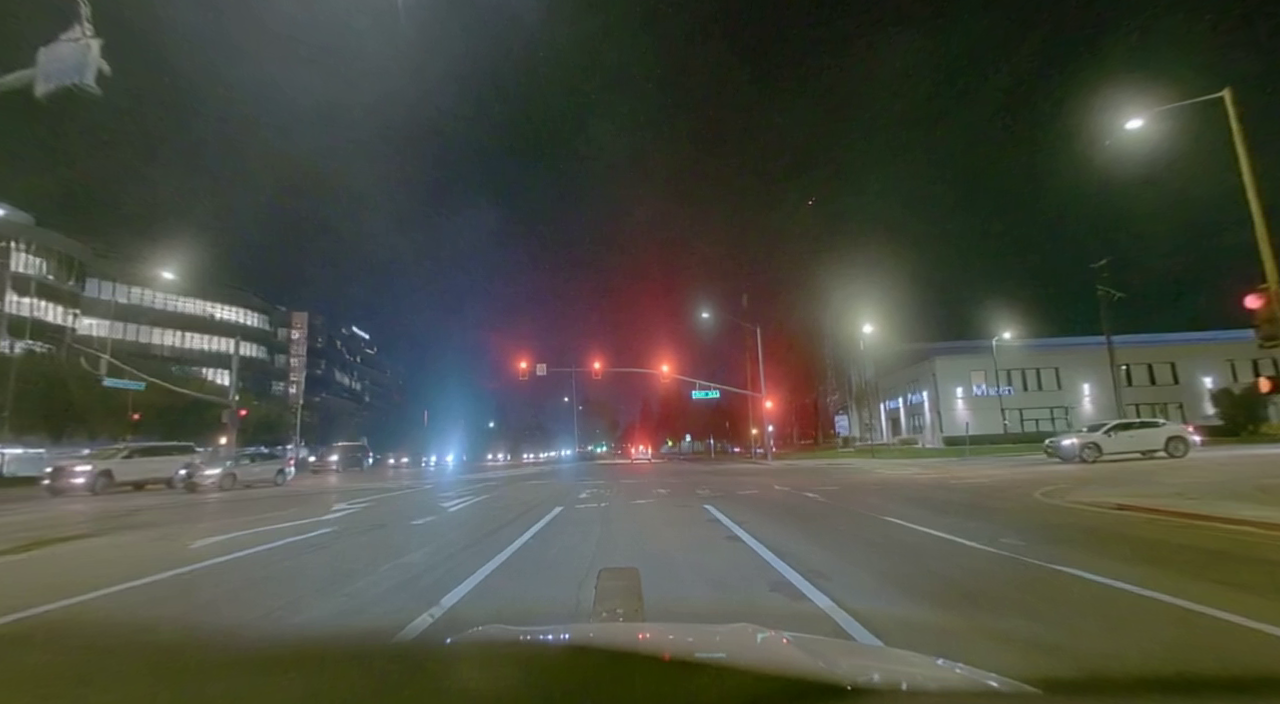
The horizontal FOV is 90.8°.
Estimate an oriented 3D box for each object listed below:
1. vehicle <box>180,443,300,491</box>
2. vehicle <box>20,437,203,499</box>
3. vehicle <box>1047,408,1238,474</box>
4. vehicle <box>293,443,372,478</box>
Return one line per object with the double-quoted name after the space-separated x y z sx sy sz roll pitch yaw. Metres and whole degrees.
-16.561 4.737 26.472 1.962 1.735 4.577 -2 -8 1 "vehicle"
-20.429 4.455 24.891 2.299 2.092 5.503 -2 -8 2 "vehicle"
17.351 3.107 22.030 4.709 1.920 2.166 -3 -8 -1 "vehicle"
-19.873 6.987 41.146 2.380 1.963 5.458 -3 -8 1 "vehicle"
